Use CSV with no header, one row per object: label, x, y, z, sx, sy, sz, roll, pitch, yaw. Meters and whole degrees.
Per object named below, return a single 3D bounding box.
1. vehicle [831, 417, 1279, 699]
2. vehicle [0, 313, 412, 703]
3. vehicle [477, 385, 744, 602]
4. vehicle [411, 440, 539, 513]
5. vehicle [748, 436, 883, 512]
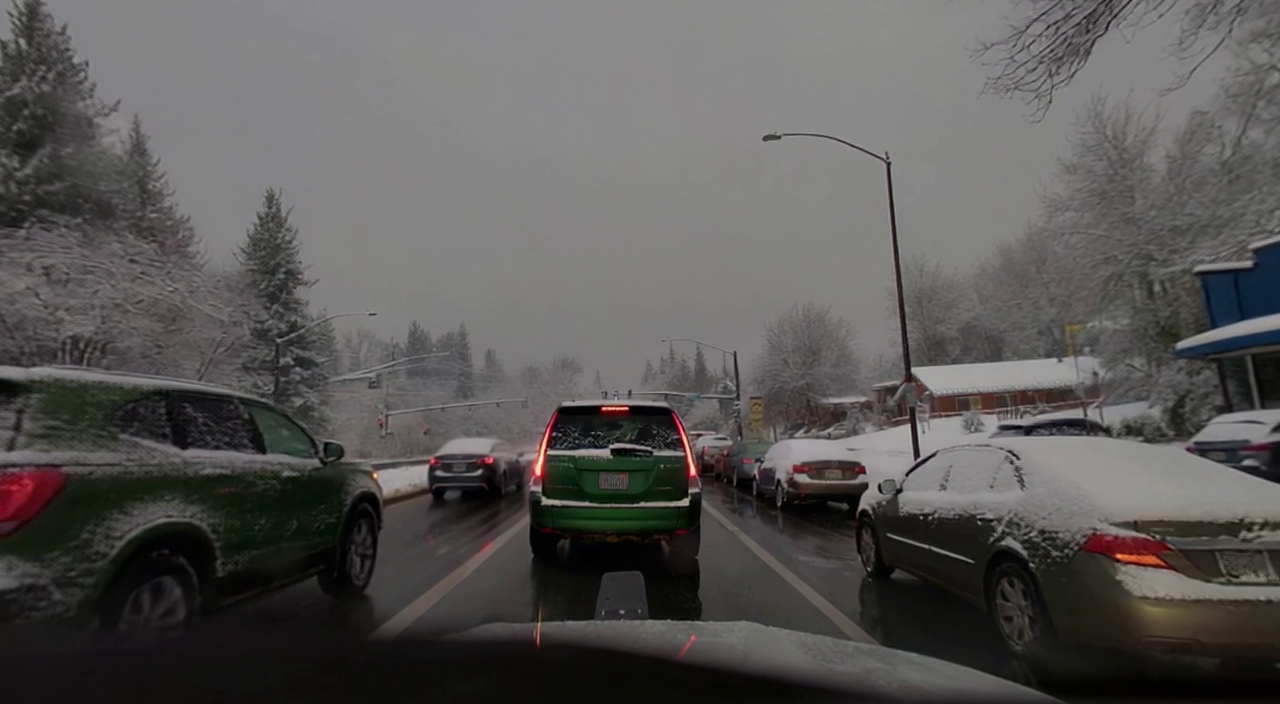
vehicle,3.366,1.425,5.605,1.900,1.477,4.352,0,-9,-1
vehicle,-3.632,1.087,4.642,2.231,1.853,4.461,0,-9,0
vehicle,-0.295,1.507,7.511,2.238,1.825,4.190,0,-9,-1
vehicle,-3.643,2.813,14.782,1.849,1.451,4.218,0,-9,0
vehicle,3.912,2.776,14.889,1.875,1.521,4.192,0,-9,-1
